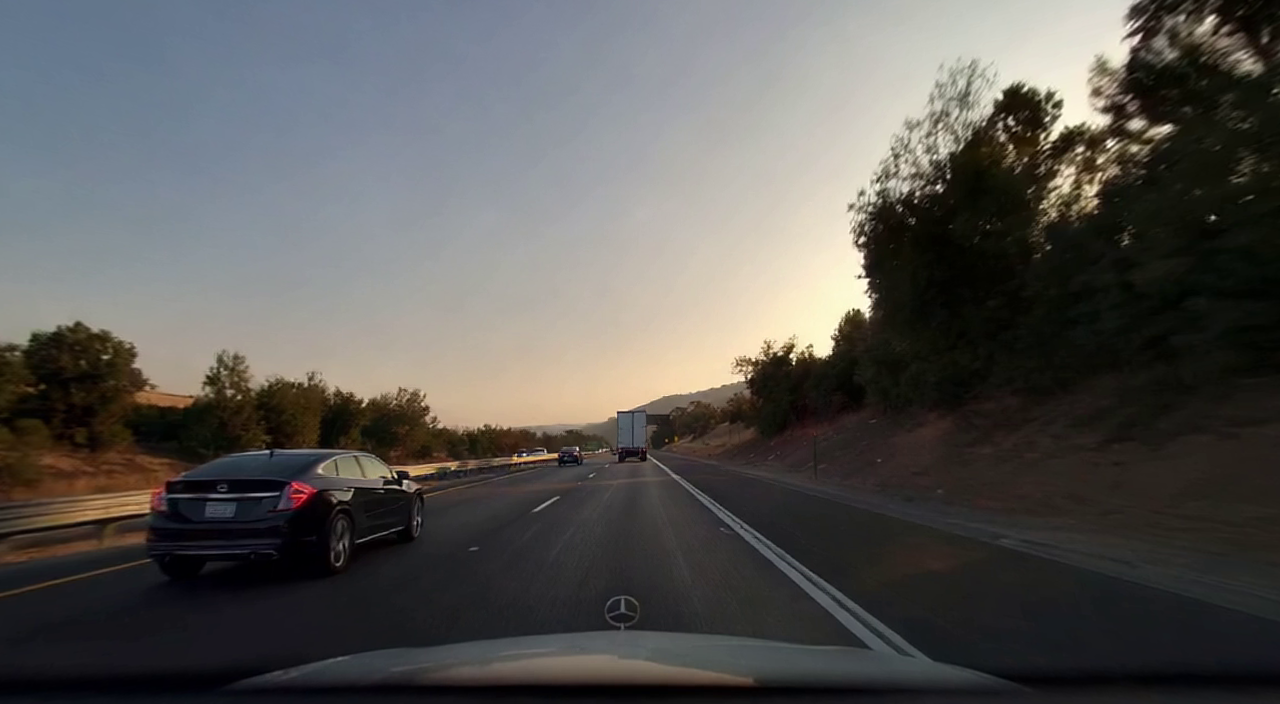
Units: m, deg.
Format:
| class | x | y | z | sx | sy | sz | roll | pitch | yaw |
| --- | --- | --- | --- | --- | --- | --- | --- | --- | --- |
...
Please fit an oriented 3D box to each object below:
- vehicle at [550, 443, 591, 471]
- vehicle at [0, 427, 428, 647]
| class | x | y | z | sx | sy | sz | roll | pitch | yaw |
| --- | --- | --- | --- | --- | --- | --- | --- | --- | --- |
| vehicle | -4.357 | 6.644 | 39.989 | 2.115 | 1.668 | 4.217 | 0 | -9 | 0 |
| vehicle | -3.892 | 1.595 | 6.481 | 1.978 | 1.507 | 4.062 | 0 | -9 | 0 |
